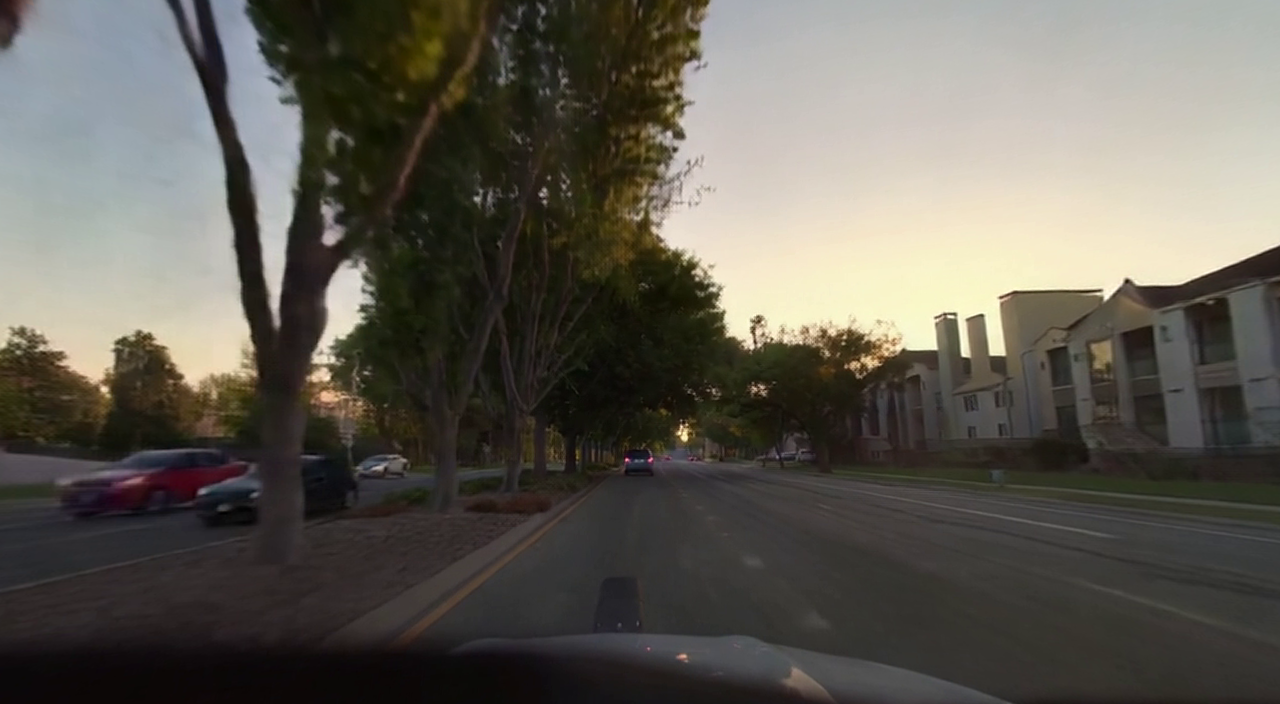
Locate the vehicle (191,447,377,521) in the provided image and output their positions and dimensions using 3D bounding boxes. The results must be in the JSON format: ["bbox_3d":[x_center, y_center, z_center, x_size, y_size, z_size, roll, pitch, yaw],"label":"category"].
[{"bbox_3d":[-8.469,3.132,15.621,1.957,1.527,4.411,0,-9,1],"label":"vehicle"}]

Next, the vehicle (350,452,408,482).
[{"bbox_3d":[-18.387,8.064,44.753,2.048,1.955,4.692,0,-9,1],"label":"vehicle"}]

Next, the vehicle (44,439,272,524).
[{"bbox_3d":[-11.809,3.160,16.064,2.052,1.808,4.716,0,-8,0],"label":"vehicle"}]

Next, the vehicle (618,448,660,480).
[{"bbox_3d":[0.011,5.919,33.652,2.093,1.591,4.247,0,-9,1],"label":"vehicle"}]
